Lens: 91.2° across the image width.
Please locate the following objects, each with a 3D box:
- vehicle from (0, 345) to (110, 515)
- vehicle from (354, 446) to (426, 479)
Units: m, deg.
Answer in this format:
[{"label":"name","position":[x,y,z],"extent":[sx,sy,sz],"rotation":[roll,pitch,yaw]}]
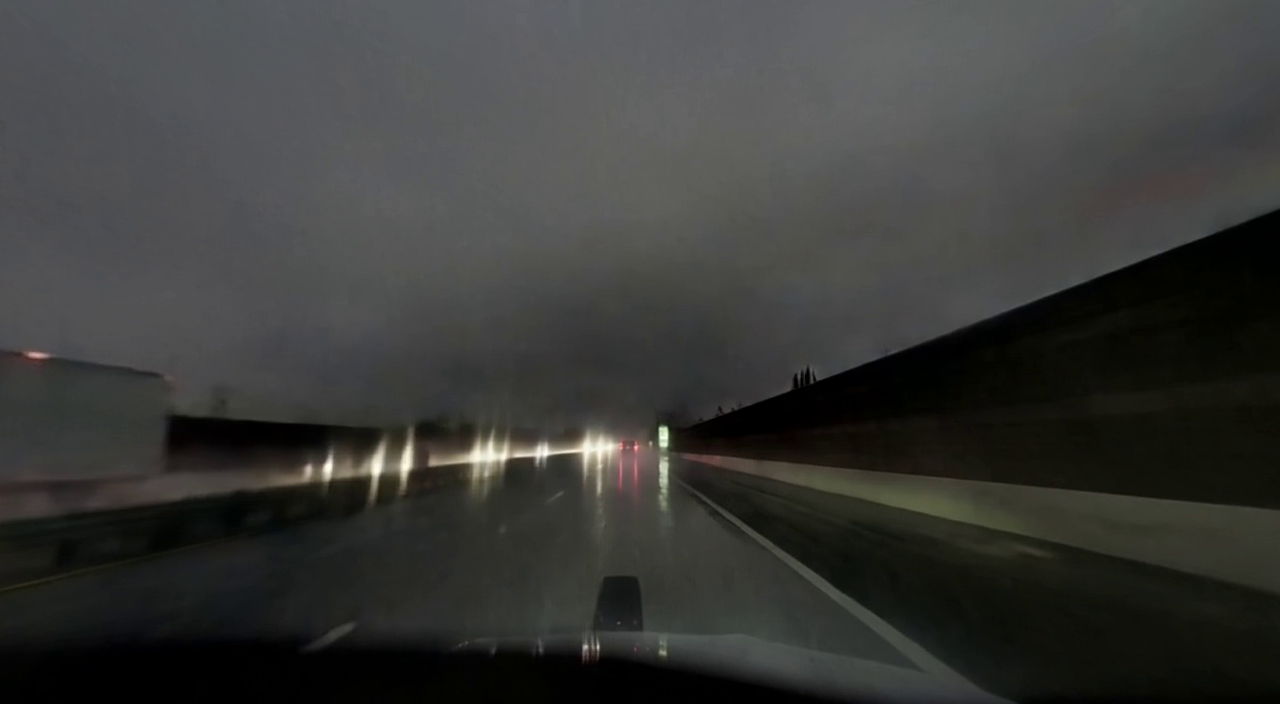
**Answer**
[{"label":"vehicle","position":[-17.171,1.333,11.515],"extent":[3.040,4.147,13.999],"rotation":[0,-9,-2]},{"label":"vehicle","position":[-13.442,5.940,34.010],"extent":[2.103,1.607,4.448],"rotation":[0,-9,-1]}]
